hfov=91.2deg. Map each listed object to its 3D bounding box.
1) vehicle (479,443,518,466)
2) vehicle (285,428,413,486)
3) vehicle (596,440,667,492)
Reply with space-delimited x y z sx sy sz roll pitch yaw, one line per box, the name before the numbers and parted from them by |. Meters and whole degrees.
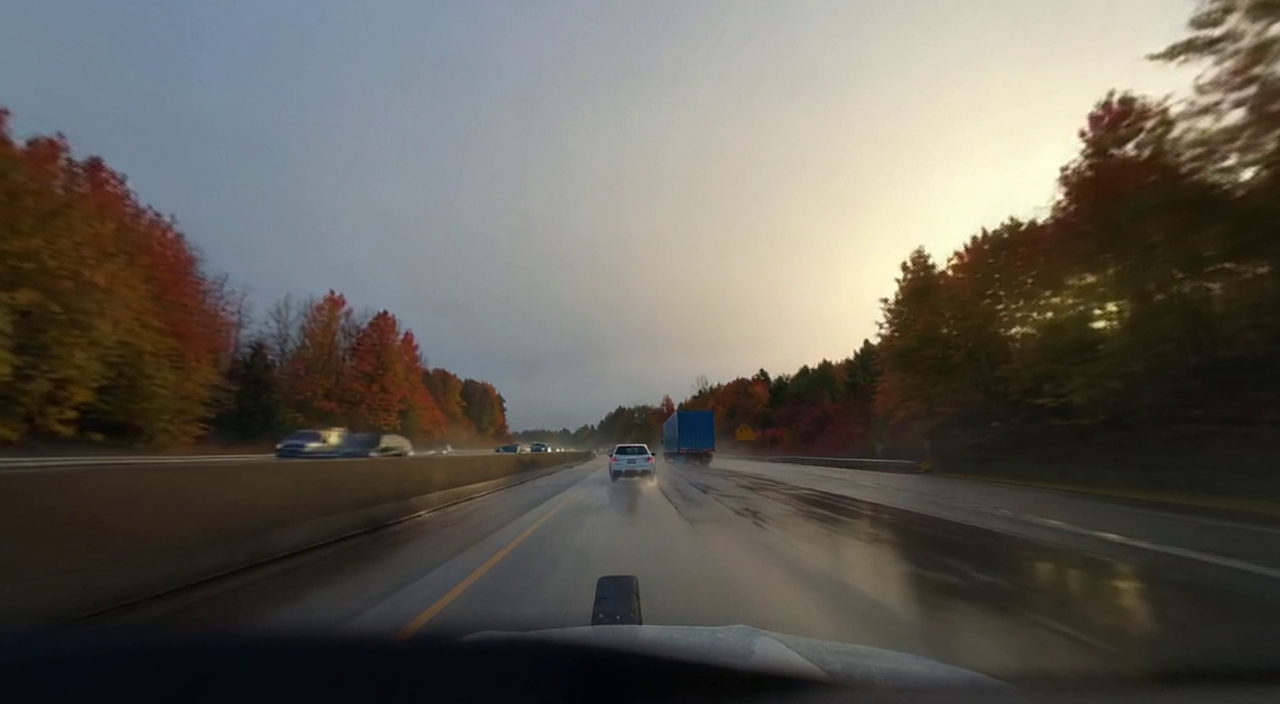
vehicle | -9.780 7.115 43.661 1.796 1.466 3.929 0 -9 0
vehicle | -8.831 3.247 19.486 1.947 1.565 4.155 0 -9 0
vehicle | -0.296 3.709 20.625 2.099 1.506 4.097 0 -9 -1
